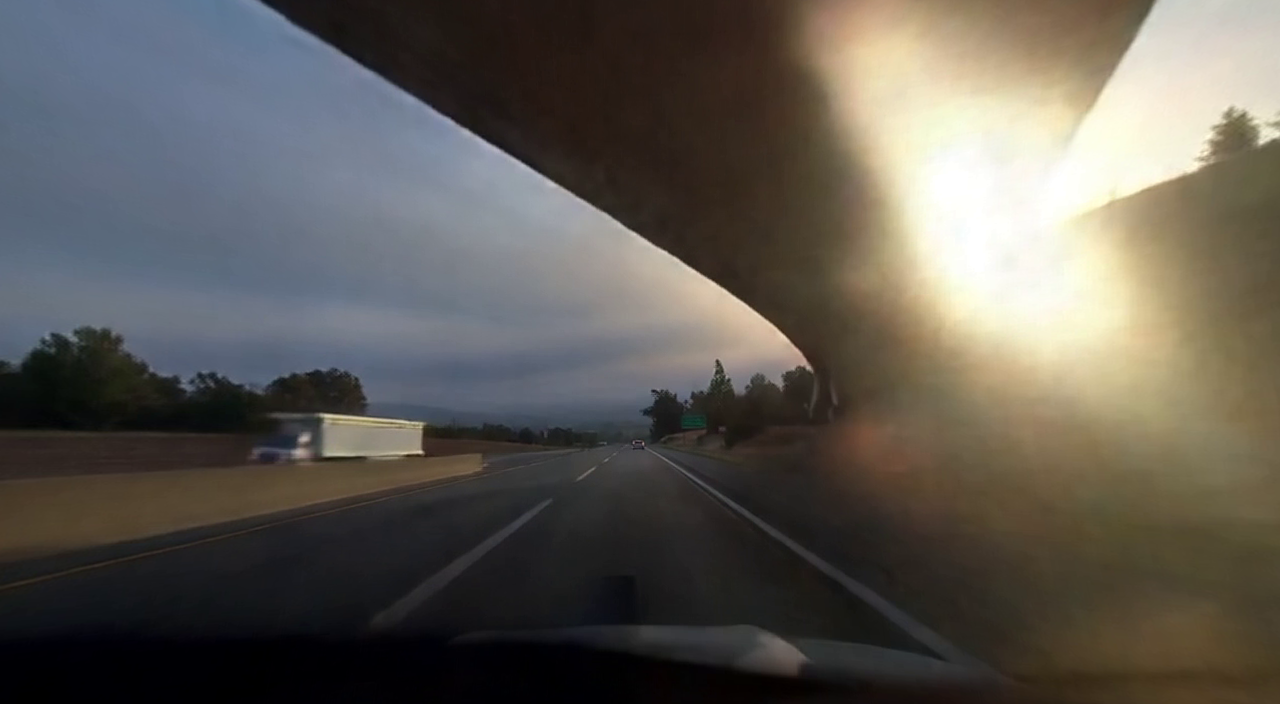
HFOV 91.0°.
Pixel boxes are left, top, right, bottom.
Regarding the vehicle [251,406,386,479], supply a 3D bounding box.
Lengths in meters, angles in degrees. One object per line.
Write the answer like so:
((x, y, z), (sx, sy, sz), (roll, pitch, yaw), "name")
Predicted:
((-17.399, 5.028, 35.000), (2.879, 3.519, 8.685), (0, -8, 0), "vehicle")
